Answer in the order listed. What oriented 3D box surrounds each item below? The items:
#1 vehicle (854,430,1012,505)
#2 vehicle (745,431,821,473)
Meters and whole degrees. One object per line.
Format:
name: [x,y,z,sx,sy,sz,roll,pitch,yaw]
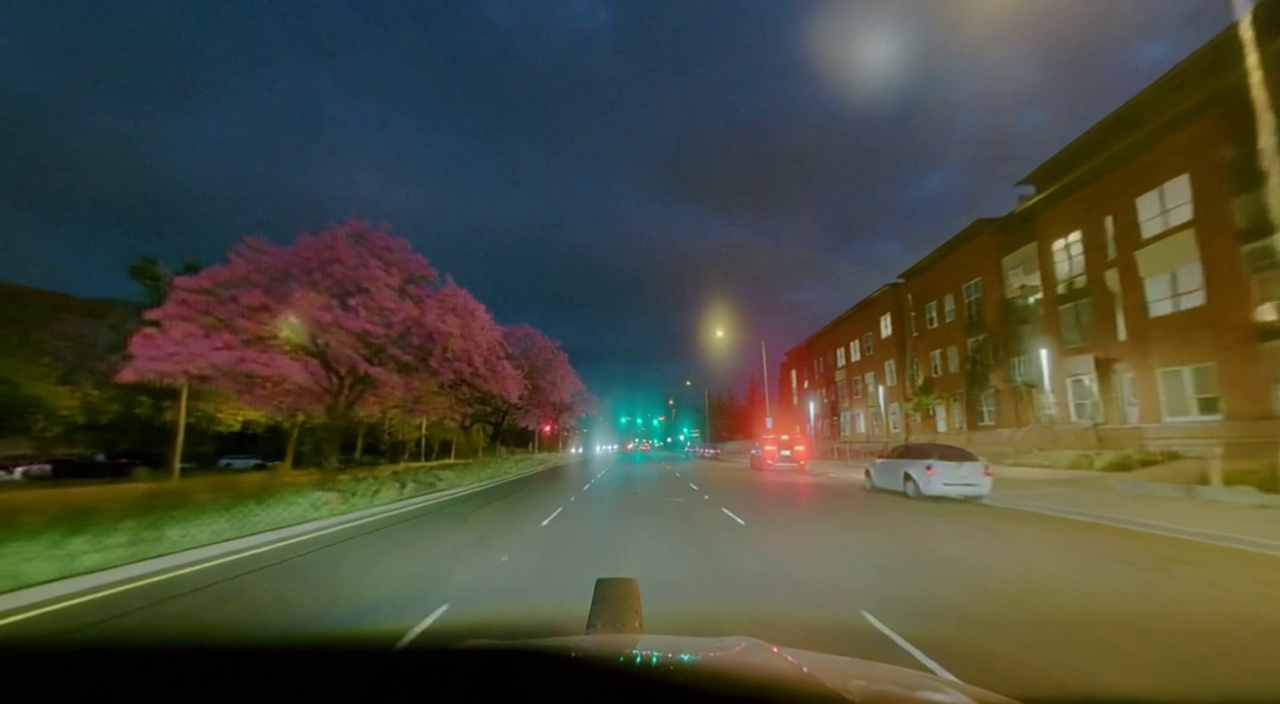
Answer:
vehicle: [7.254,2.899,16.237,1.940,1.647,4.309,0,-9,-1]
vehicle: [6.976,4.974,31.580,2.450,1.892,5.107,0,-9,-2]
